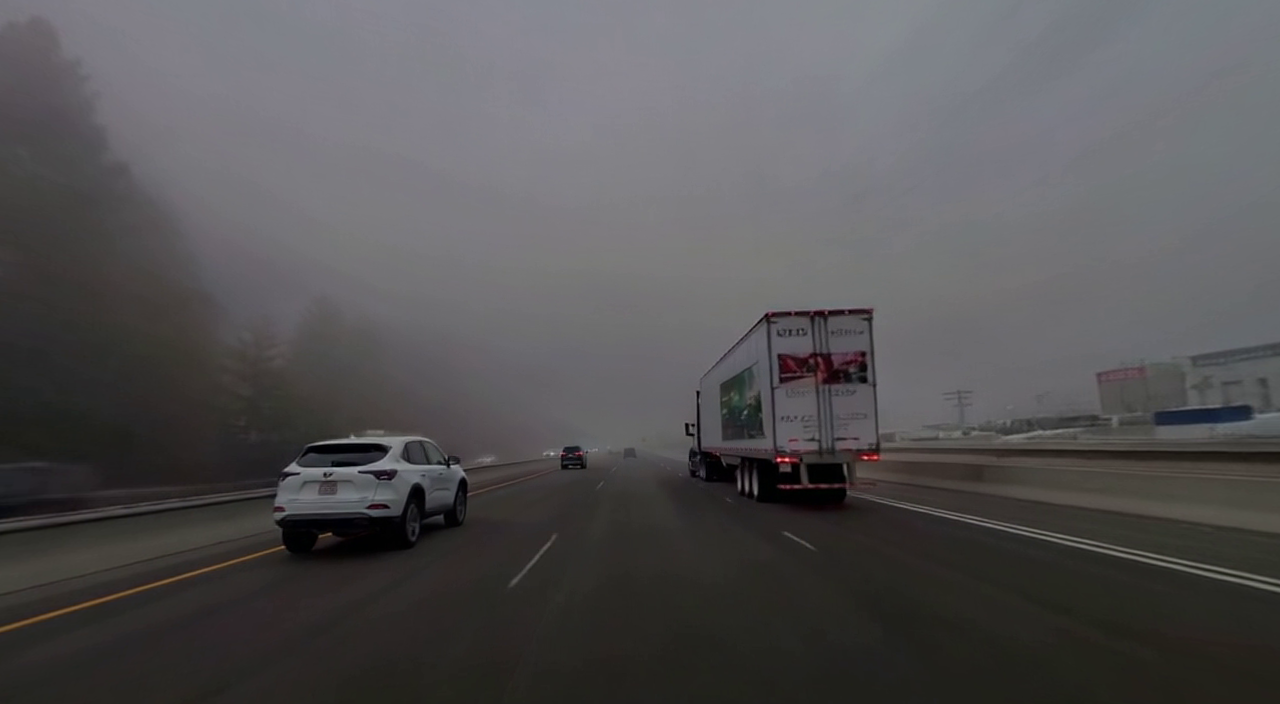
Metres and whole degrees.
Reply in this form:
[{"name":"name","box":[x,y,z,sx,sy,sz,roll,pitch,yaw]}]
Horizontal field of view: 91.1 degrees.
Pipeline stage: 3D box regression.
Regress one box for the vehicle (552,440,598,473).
[{"name":"vehicle","box":[-3.620,5.906,35.748,2.139,1.716,4.530,0,-9,0]}]

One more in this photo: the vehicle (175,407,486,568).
[{"name":"vehicle","box":[-3.992,1.854,9.320,2.202,1.760,4.617,0,-9,1]}]

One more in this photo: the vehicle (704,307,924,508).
[{"name":"vehicle","box":[4.325,2.185,20.162,2.998,4.236,13.886,0,-9,0]}]
